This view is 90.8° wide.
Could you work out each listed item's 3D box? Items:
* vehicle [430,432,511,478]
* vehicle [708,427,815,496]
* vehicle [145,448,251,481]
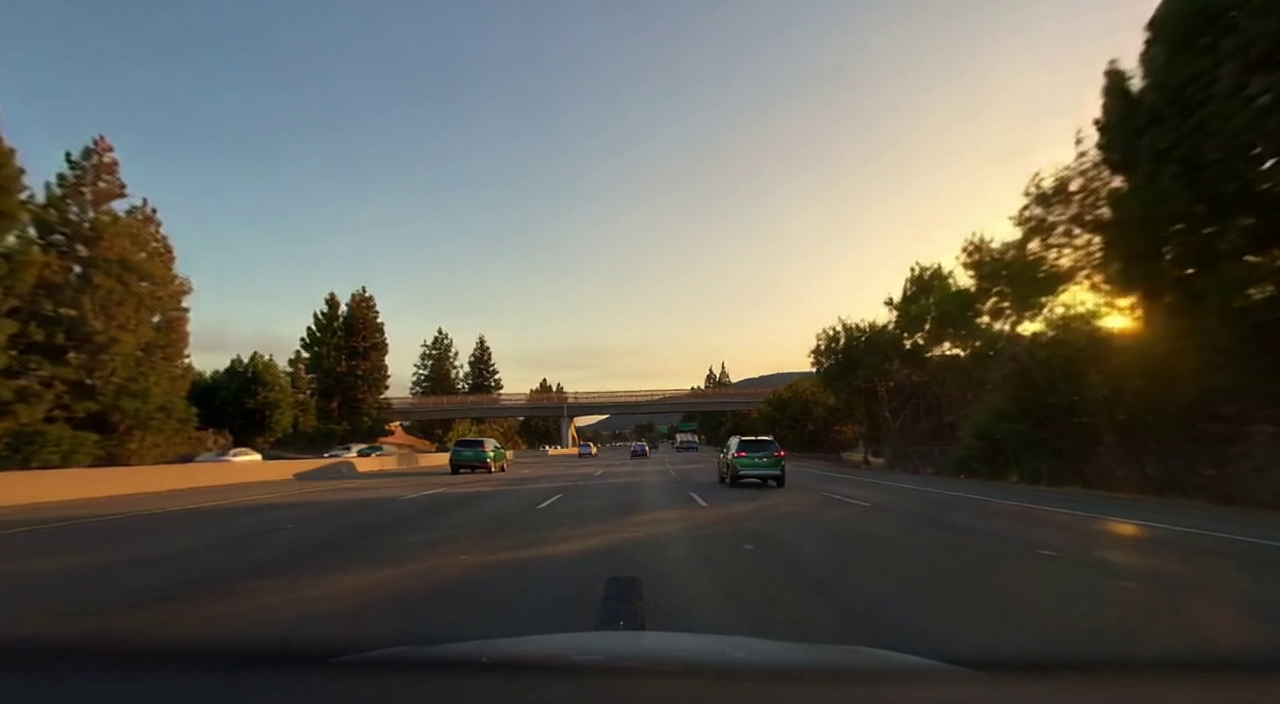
[{"bbox_3d":[-7.464,4.595,28.399,2.193,1.818,4.995,0,-9,1],"label":"vehicle"},{"bbox_3d":[3.374,3.166,18.618,2.185,1.749,4.477,0,-9,-1],"label":"vehicle"},{"bbox_3d":[-21.846,5.553,31.537,1.818,1.484,4.785,0,-9,0],"label":"vehicle"}]
